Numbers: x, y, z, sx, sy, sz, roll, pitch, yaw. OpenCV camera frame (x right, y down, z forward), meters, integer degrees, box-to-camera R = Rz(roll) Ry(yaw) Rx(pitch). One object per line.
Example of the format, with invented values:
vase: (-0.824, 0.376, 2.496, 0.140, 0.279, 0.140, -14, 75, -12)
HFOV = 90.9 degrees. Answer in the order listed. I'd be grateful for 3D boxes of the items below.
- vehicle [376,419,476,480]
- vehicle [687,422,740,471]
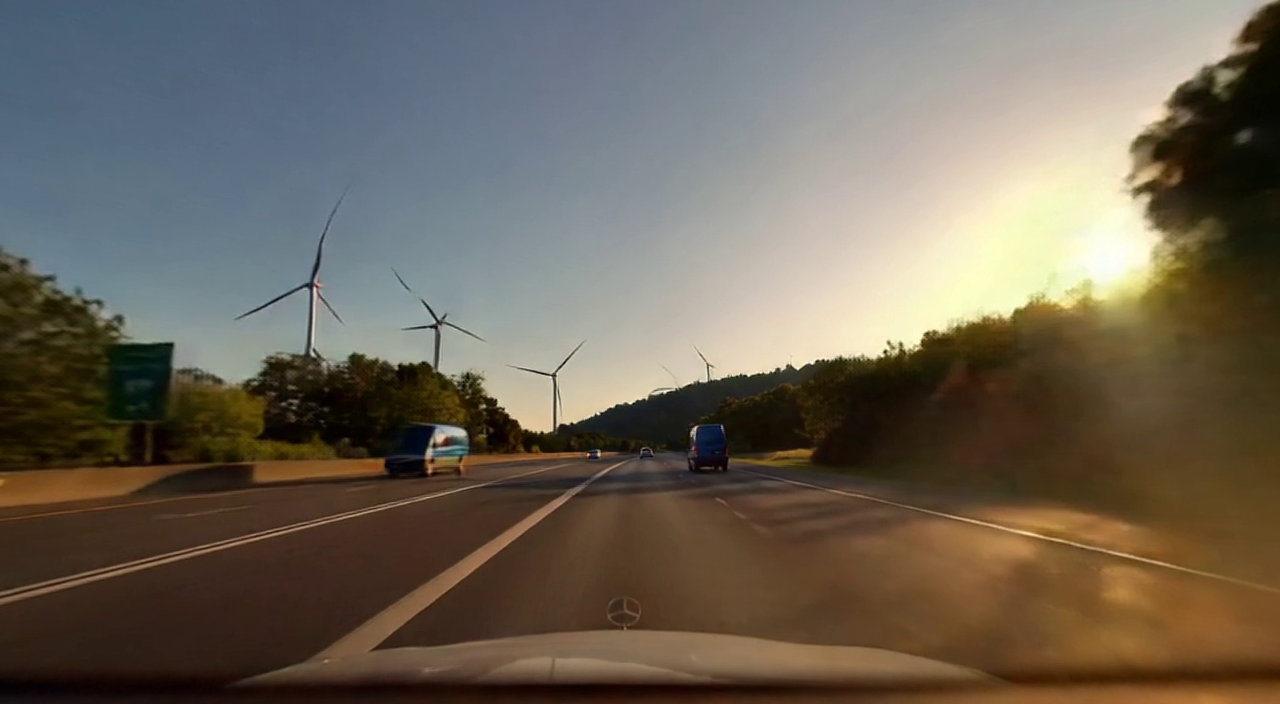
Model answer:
vehicle: (-12.173, 5.665, 36.751, 3.050, 3.166, 7.885, 0, -9, 0)
vehicle: (4.373, 5.810, 38.668, 2.437, 2.735, 5.507, 0, -9, -1)
